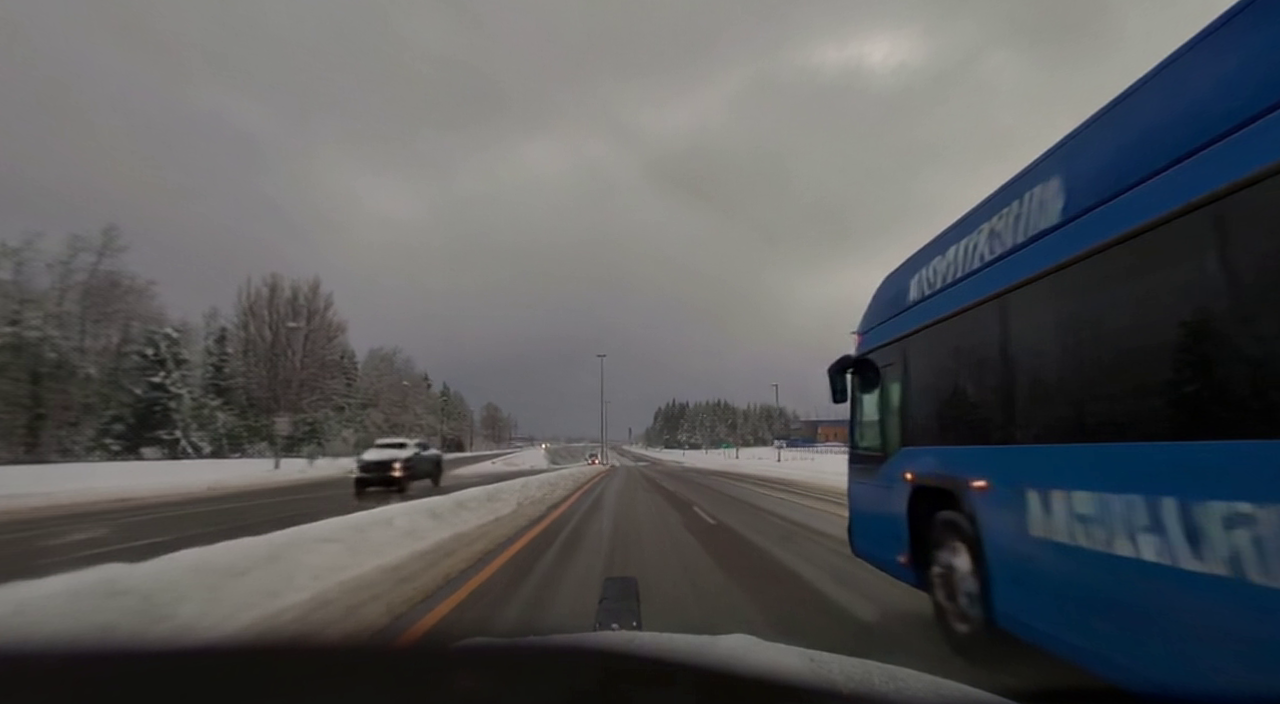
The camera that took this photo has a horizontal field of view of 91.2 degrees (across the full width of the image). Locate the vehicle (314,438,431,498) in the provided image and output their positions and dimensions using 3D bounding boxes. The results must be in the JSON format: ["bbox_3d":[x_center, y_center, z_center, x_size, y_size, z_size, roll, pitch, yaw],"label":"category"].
[{"bbox_3d":[-9.036,3.942,21.711,2.033,1.845,4.537,0,-9,0],"label":"vehicle"}]
